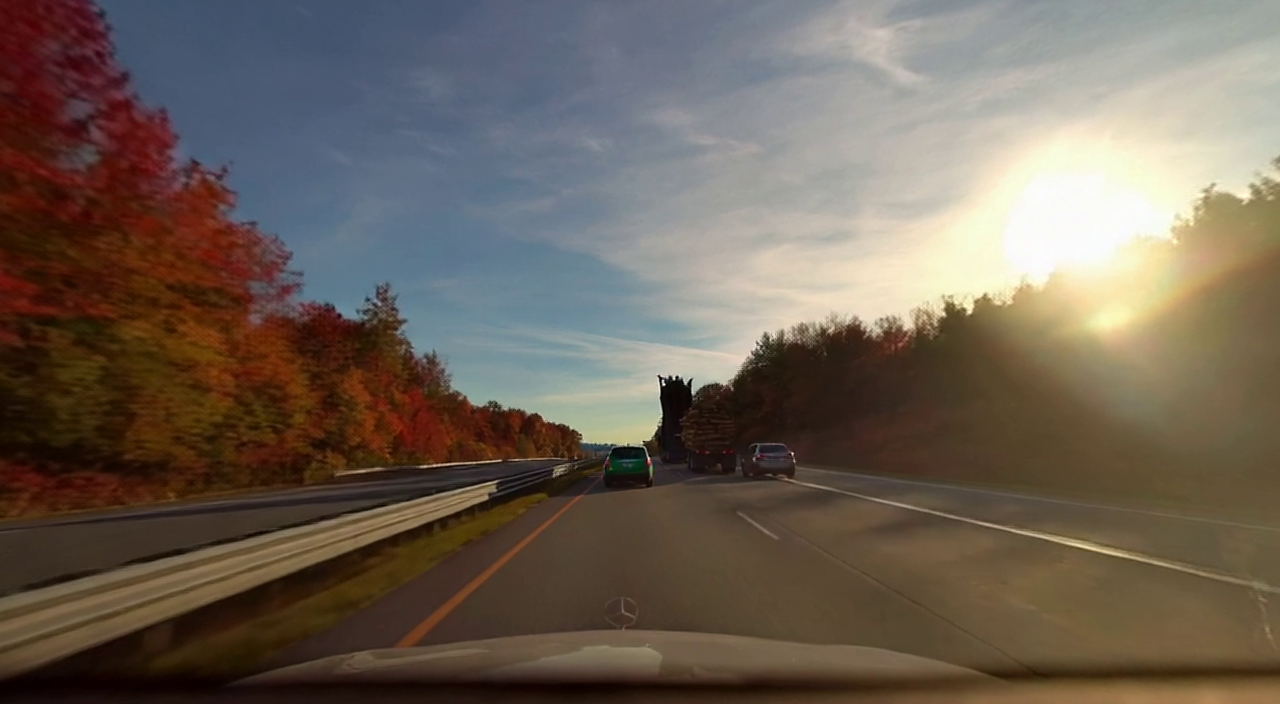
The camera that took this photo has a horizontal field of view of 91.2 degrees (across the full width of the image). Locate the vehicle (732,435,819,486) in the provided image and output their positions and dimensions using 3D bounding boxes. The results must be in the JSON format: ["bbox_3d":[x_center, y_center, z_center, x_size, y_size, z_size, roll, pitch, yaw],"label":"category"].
[{"bbox_3d":[4.822,3.944,23.031,2.057,1.660,4.525,0,-9,-2],"label":"vehicle"}]

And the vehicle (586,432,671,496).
[{"bbox_3d":[-0.316,3.322,18.911,2.263,1.699,3.936,0,-9,0],"label":"vehicle"}]

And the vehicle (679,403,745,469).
[{"bbox_3d":[4.528,5.640,41.519,3.125,3.895,8.461,0,-9,-1],"label":"vehicle"}]
